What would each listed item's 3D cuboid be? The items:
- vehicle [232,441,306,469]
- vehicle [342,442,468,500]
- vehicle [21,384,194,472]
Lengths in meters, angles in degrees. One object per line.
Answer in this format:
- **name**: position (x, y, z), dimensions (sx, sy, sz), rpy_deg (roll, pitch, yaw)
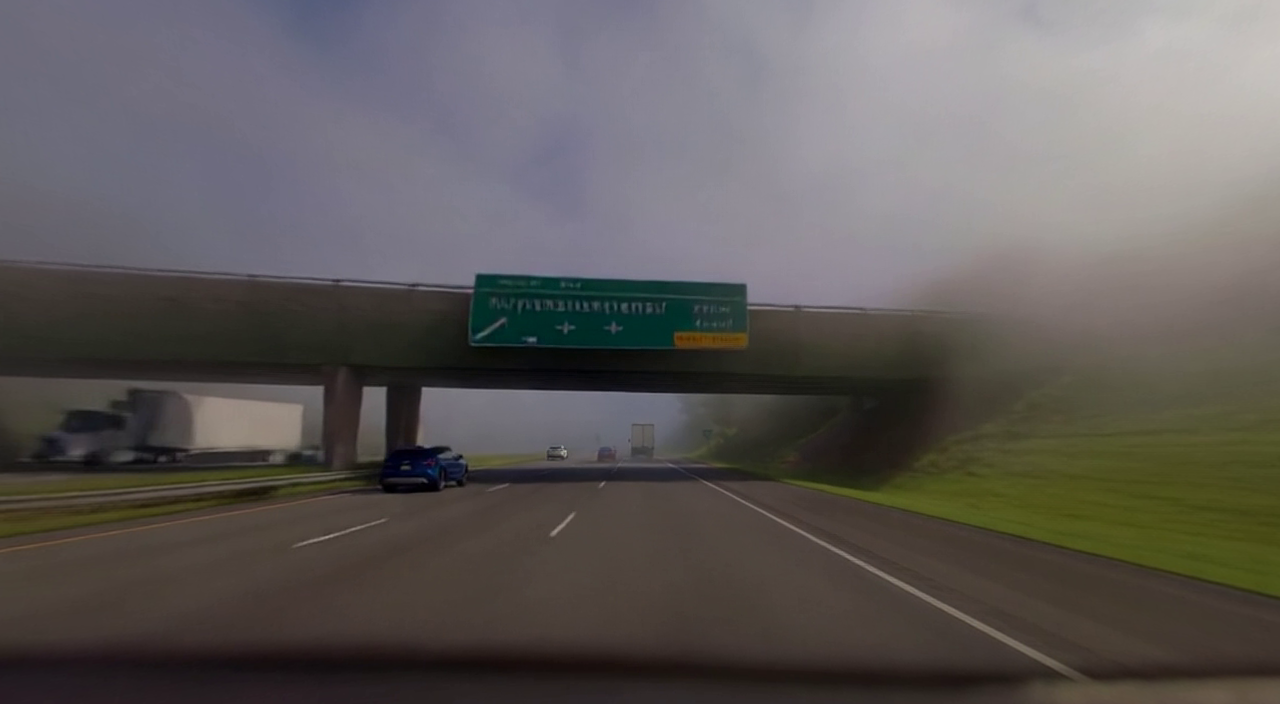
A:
- **vehicle**: position (-20.878, 5.790, 35.688), dimensions (1.765, 1.465, 4.084), rpy_deg (0, -9, -2)
- **vehicle**: position (-6.842, 3.508, 19.025), dimensions (2.038, 1.489, 4.603), rpy_deg (0, -9, 0)
- **vehicle**: position (-25.428, 3.753, 30.649), dimensions (3.010, 3.830, 5.933), rpy_deg (0, -9, 0)
